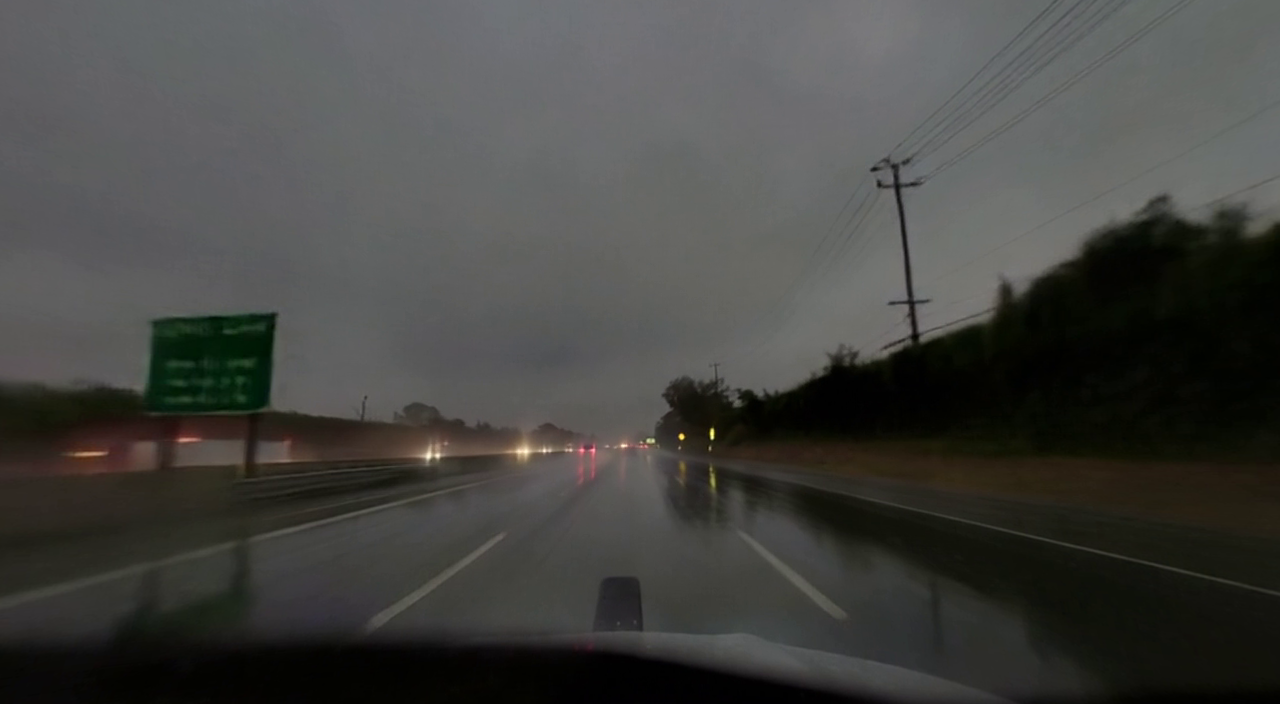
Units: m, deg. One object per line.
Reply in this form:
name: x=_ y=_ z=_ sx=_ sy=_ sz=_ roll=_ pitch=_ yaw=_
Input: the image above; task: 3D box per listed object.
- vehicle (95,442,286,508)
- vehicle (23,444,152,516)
vehicle: x=-33.097 y=8.988 z=48.229 sx=2.915 sy=4.119 sz=16.122 roll=0 pitch=-8 yaw=0
vehicle: x=-32.945 y=7.553 z=37.961 sx=2.984 sy=3.949 sz=4.966 roll=0 pitch=-8 yaw=0
